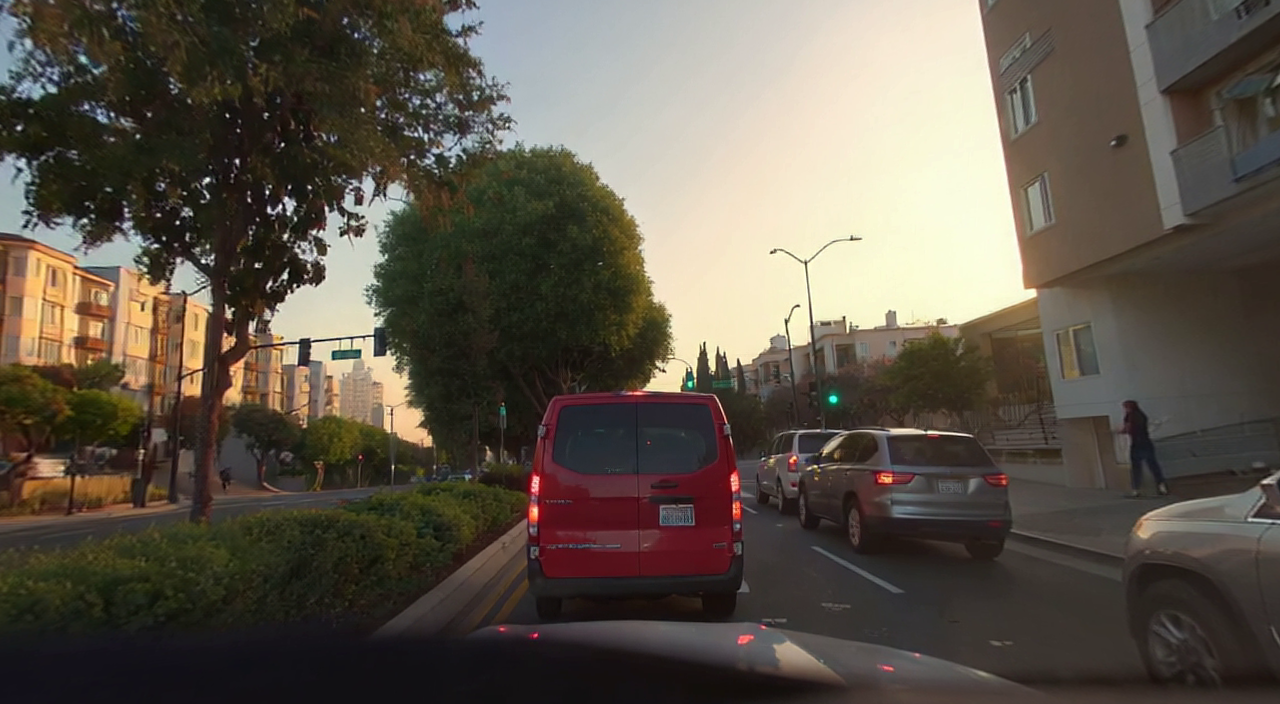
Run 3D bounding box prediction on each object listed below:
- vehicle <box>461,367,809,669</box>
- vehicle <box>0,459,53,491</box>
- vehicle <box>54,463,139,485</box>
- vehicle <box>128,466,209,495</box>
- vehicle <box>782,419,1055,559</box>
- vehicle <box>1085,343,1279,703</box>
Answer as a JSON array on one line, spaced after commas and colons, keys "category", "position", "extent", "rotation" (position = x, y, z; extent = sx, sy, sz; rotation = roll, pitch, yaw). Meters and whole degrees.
[{"category": "vehicle", "position": [-0.027, 1.326, 6.048], "extent": [2.101, 1.828, 4.270], "rotation": [0, -9, 0]}, {"category": "vehicle", "position": [-35.489, 6.836, 35.123], "extent": [3.843, 1.680, 1.782], "rotation": [-1, -9, 3]}, {"category": "vehicle", "position": [-38.439, 8.628, 44.646], "extent": [4.396, 1.458, 1.809], "rotation": [-1, -9, 2]}, {"category": "vehicle", "position": [-33.243, 9.065, 44.532], "extent": [4.292, 1.492, 1.772], "rotation": [-6, -14, -1]}, {"category": "vehicle", "position": [3.923, 2.017, 10.083], "extent": [2.061, 1.676, 4.734], "rotation": [0, -9, -2]}, {"category": "vehicle", "position": [3.814, 0.692, 1.735], "extent": [2.157, 1.748, 4.130], "rotation": [0, -9, 1]}]
